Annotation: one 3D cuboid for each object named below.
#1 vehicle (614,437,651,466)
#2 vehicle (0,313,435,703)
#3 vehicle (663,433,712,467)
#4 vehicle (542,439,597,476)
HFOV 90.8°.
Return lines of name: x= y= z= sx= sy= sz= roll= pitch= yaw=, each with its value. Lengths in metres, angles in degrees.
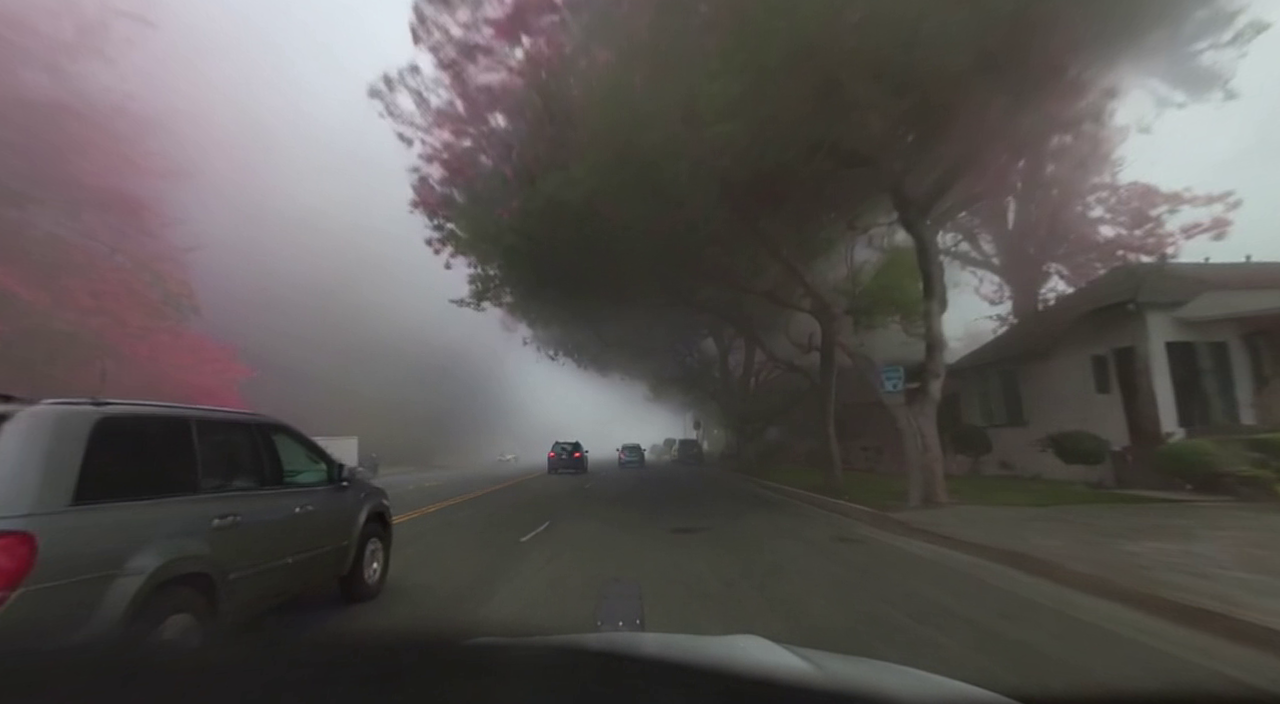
vehicle: x=-0.513 y=6.631 z=42.096 sx=2.376 sy=1.801 sz=4.317 roll=0 pitch=-9 yaw=-1
vehicle: x=-3.216 y=1.031 z=3.853 sx=2.257 sy=1.751 sz=5.028 roll=0 pitch=-9 yaw=0
vehicle: x=3.007 y=6.350 z=41.092 sx=2.653 sy=2.058 sz=5.096 roll=0 pitch=-9 yaw=-1
vehicle: x=-3.266 y=5.035 z=30.273 sx=2.167 sy=1.634 sz=4.220 roll=0 pitch=-9 yaw=0
